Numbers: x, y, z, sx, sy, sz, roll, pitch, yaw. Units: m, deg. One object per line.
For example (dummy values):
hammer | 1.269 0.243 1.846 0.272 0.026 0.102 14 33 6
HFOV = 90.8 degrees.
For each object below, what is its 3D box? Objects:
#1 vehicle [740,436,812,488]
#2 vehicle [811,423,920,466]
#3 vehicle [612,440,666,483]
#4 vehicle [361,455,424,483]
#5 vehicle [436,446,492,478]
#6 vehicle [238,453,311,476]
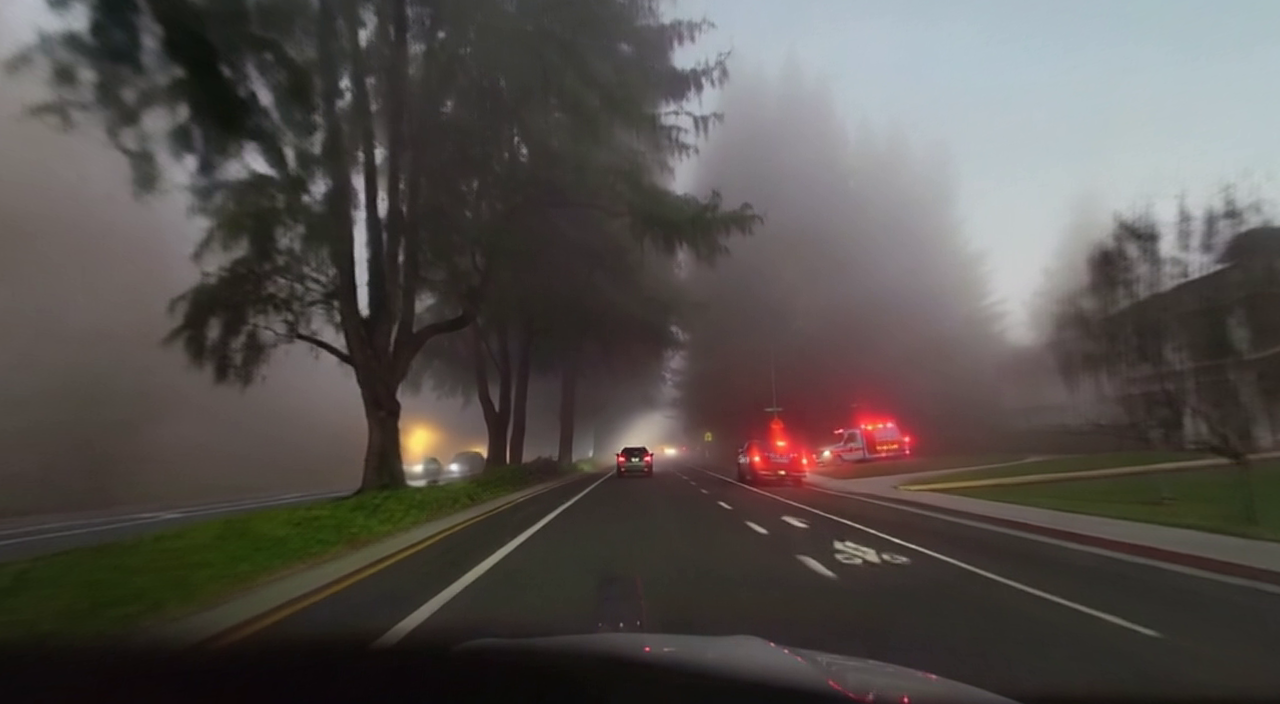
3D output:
vehicle | 5.067 4.145 24.260 2.045 1.776 4.851 -1 -8 4
vehicle | 11.849 4.931 33.494 4.919 1.886 2.086 -4 -10 2
vehicle | -0.008 4.569 26.661 2.106 1.655 3.717 0 -8 1
vehicle | -14.479 6.834 37.190 1.840 1.450 4.521 0 -8 1
vehicle | -10.335 6.483 37.455 2.028 1.759 4.360 0 -8 0
vehicle | -26.274 8.054 45.472 4.300 1.465 1.949 6 -10 -35
